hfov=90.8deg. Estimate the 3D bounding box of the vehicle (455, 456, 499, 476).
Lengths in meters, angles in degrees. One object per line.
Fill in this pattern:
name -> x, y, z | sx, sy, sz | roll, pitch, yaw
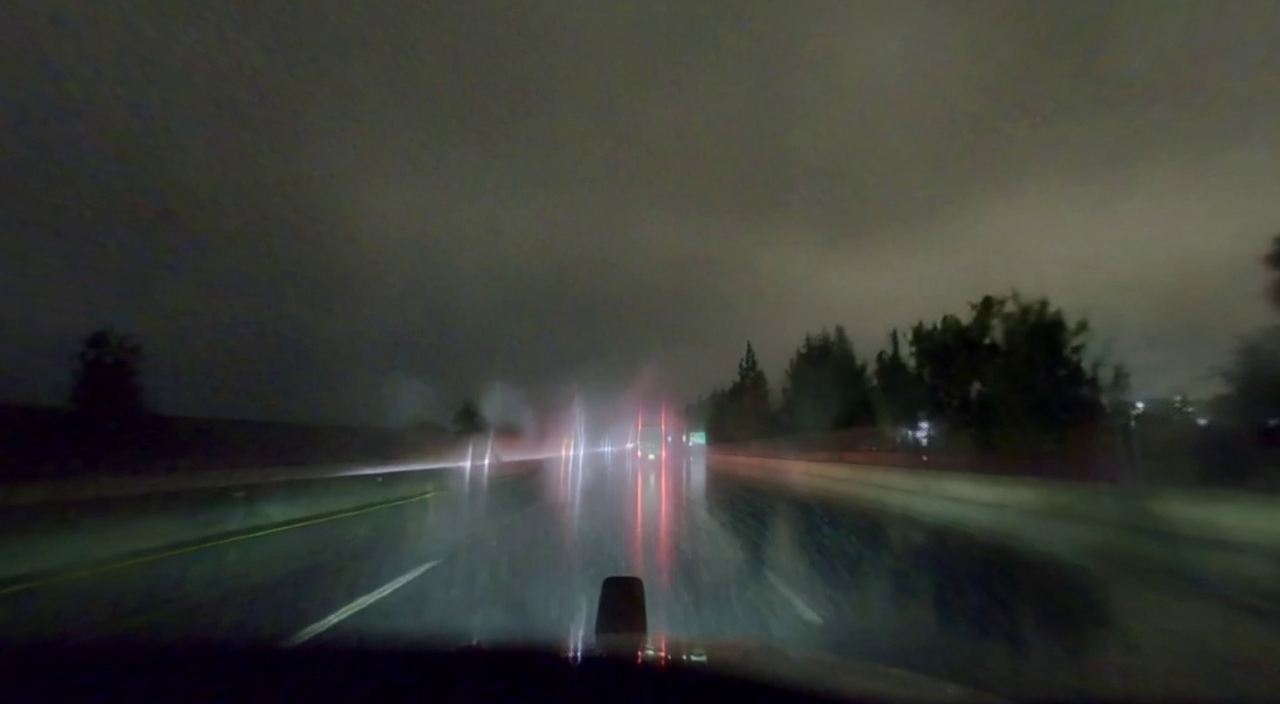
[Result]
vehicle -> -12.713, 8.919, 49.561 | 2.086, 1.456, 5.044 | 0, -9, 0
